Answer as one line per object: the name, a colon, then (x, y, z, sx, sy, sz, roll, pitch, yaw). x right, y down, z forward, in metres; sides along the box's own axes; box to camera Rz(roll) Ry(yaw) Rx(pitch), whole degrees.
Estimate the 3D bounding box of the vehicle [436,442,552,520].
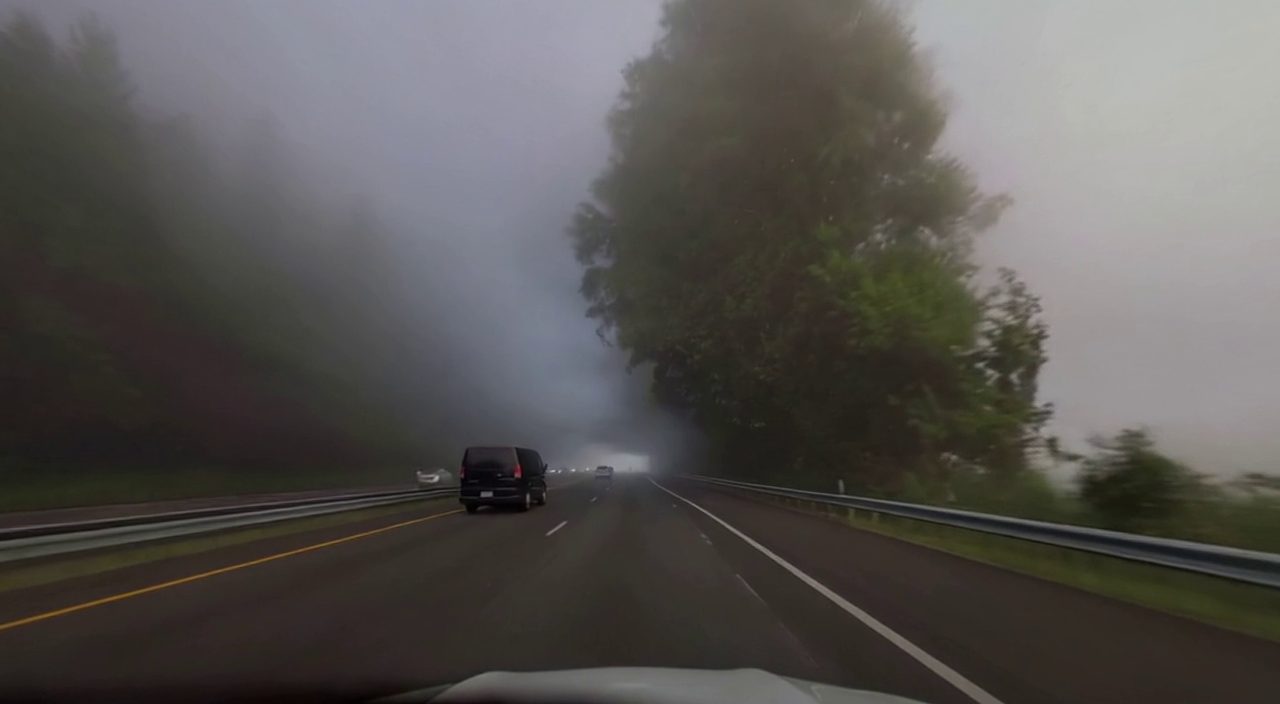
vehicle: (-3.857, 3.557, 17.639, 2.100, 1.824, 4.634, 1, -10, 0)
